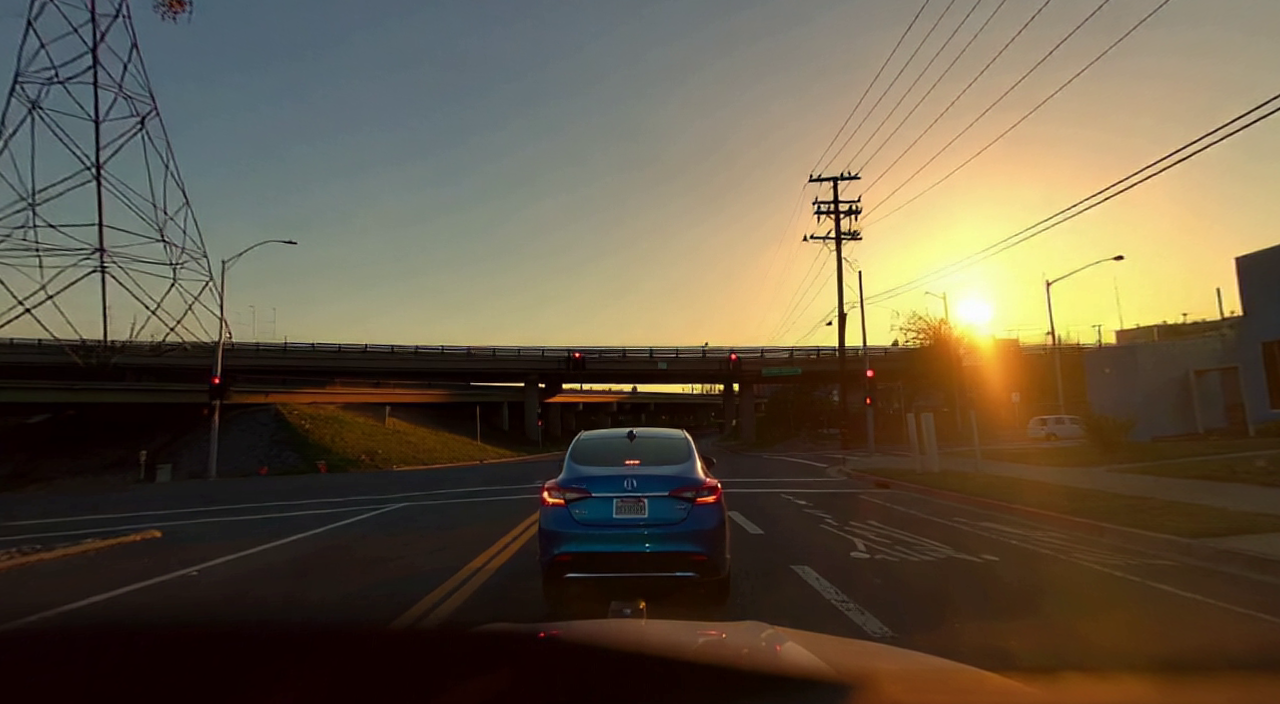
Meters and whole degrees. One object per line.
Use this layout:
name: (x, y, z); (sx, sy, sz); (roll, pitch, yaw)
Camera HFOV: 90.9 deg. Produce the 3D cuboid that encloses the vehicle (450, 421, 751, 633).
vehicle: (-0.245, 1.530, 6.477); (2.090, 1.458, 4.033); (-1, -9, 1)
